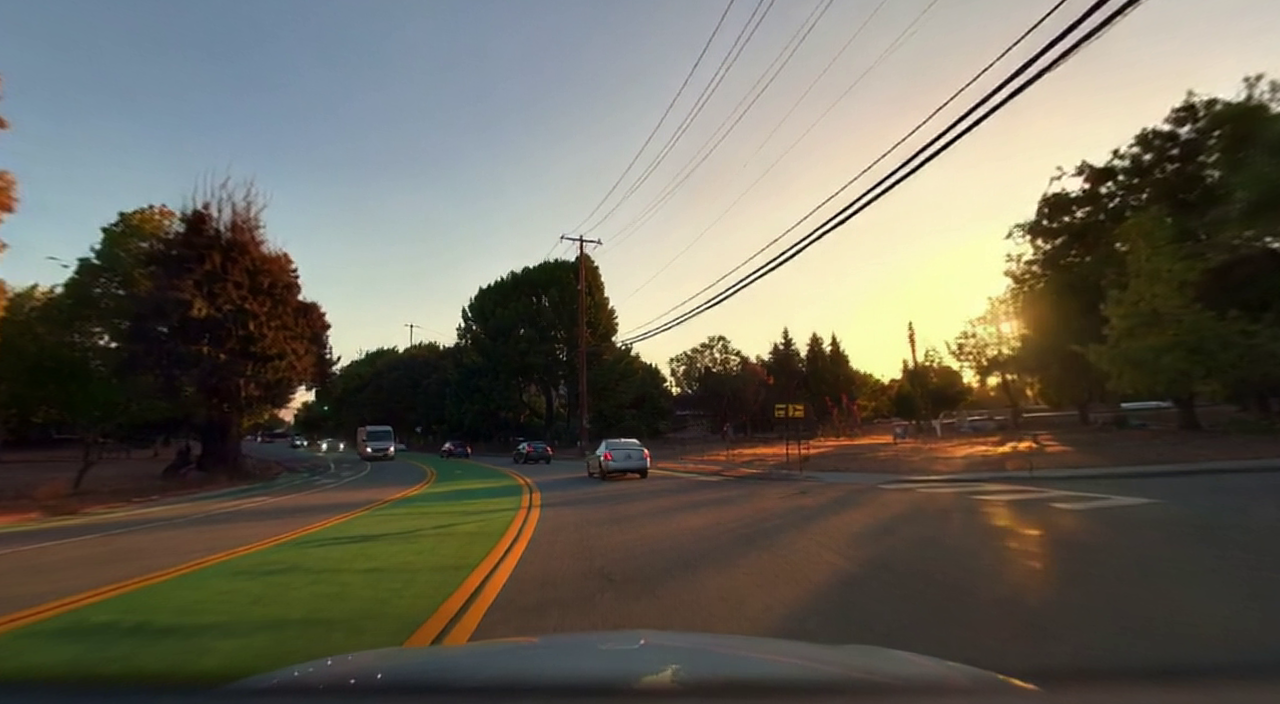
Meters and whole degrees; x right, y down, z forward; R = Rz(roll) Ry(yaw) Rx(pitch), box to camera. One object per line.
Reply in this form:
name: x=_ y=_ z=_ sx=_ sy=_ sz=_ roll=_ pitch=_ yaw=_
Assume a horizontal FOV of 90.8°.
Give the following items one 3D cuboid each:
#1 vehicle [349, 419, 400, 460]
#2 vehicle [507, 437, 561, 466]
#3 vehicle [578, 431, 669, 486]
vehicle: x=-20.353 y=6.719 z=48.262 sx=2.413 sy=2.872 sz=6.823 roll=5 pitch=-10 yaw=-31
vehicle: x=-6.744 y=6.286 z=39.927 sx=2.075 sy=1.699 sz=4.520 roll=4 pitch=-10 yaw=-26
vehicle: x=-0.729 y=3.822 z=22.930 sx=2.140 sy=1.767 sz=4.720 roll=2 pitch=-9 yaw=-16
